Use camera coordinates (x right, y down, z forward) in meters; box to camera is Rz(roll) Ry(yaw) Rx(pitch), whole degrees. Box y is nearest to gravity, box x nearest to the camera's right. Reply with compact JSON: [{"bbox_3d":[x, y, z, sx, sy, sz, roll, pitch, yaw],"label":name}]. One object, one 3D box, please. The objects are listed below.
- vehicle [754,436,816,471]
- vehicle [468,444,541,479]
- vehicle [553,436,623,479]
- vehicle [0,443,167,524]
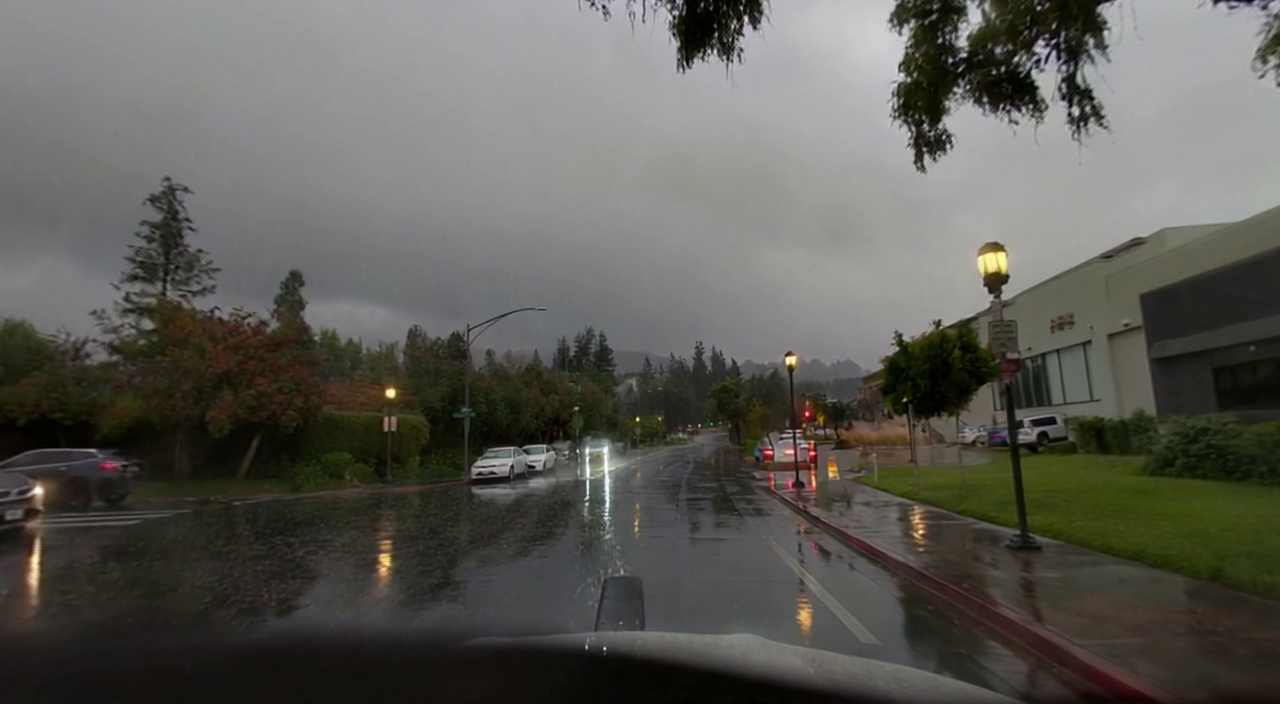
[{"bbox_3d":[6.689,4.726,29.574,1.918,1.461,4.419,0,-8,1],"label":"vehicle"},{"bbox_3d":[-6.071,4.975,28.963,1.968,1.443,4.358,-1,-9,6],"label":"vehicle"},{"bbox_3d":[-2.094,4.445,26.916,2.110,1.651,4.410,-1,-9,7],"label":"vehicle"},{"bbox_3d":[-13.412,2.859,14.061,4.106,1.620,2.065,-1,-9,2],"label":"vehicle"}]
